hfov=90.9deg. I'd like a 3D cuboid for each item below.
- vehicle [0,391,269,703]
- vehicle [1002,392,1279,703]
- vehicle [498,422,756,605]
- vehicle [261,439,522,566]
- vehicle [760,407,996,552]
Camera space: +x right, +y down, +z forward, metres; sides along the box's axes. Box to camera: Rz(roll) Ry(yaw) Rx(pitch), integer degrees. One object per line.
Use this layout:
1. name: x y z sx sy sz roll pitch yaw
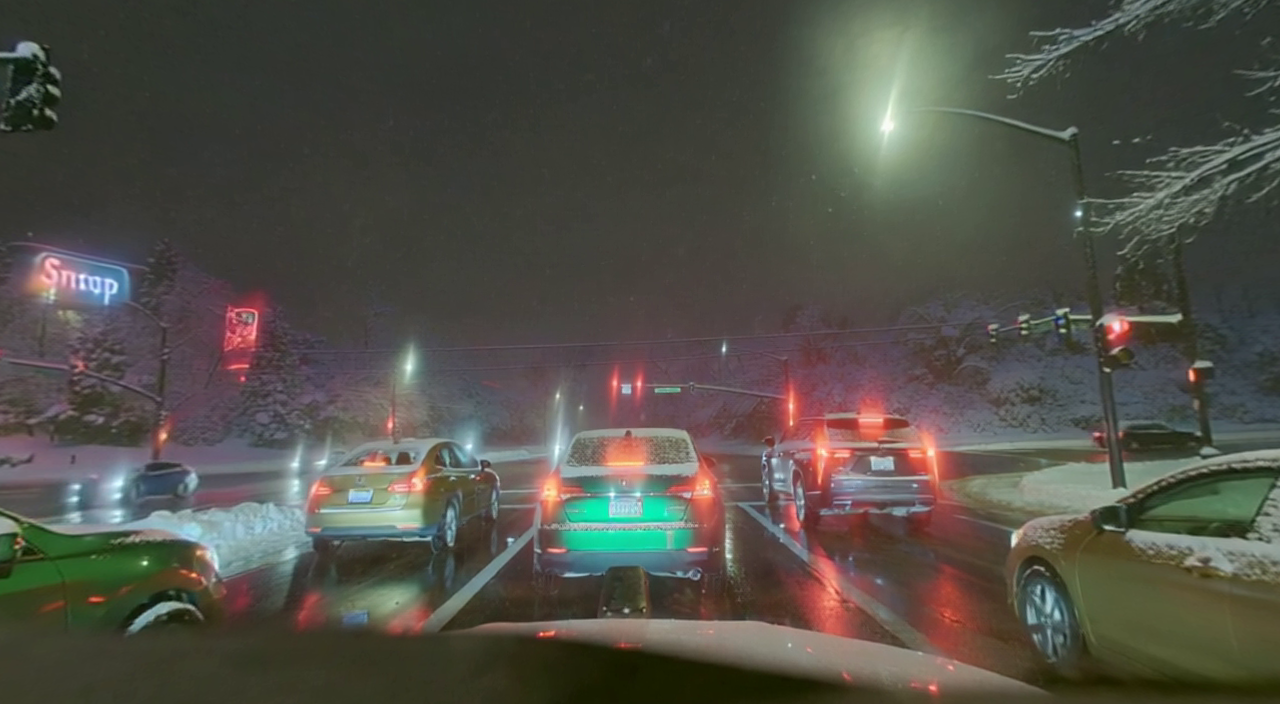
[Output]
1. vehicle: -3.477 0.847 1.834 2.016 1.547 4.414 0 -8 1
2. vehicle: 3.940 0.971 3.094 1.800 1.519 4.198 0 -8 0
3. vehicle: -0.130 1.655 7.387 2.140 1.499 4.119 0 -8 -1
4. vehicle: -3.303 2.073 9.539 1.995 1.436 4.373 -1 -8 3
5. vehicle: 3.309 1.867 9.832 1.992 1.744 4.183 0 -8 0
